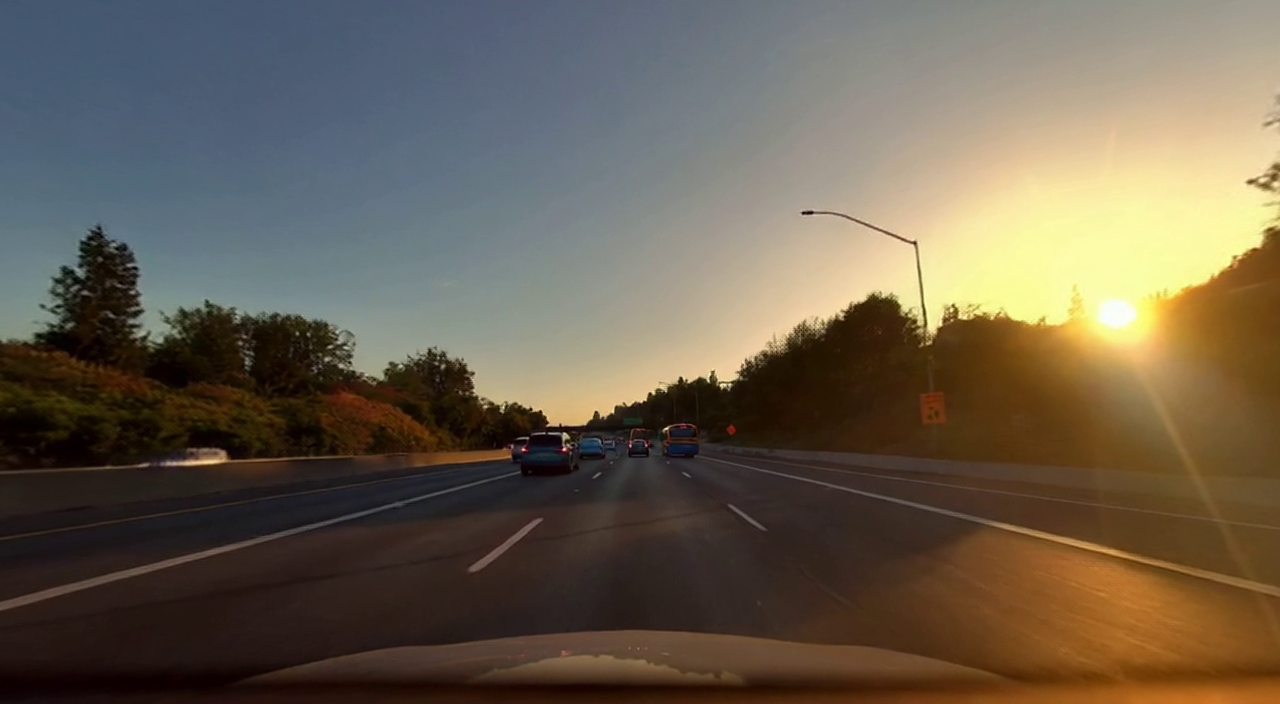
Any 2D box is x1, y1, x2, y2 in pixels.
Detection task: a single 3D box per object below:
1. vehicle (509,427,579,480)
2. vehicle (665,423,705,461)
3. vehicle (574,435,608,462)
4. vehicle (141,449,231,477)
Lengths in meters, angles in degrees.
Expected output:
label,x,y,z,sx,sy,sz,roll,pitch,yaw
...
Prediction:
label,x,y,z,sx,sy,sz,roll,pitch,yaw
vehicle,-3.655,3.968,24.837,2.016,1.898,4.458,0,-8,1
vehicle,3.474,7.139,49.938,2.573,2.828,6.754,0,-8,0
vehicle,-3.492,7.061,46.021,2.155,1.843,4.567,0,-8,0
vehicle,-26.873,6.560,37.555,1.955,1.497,4.582,0,-8,-1
